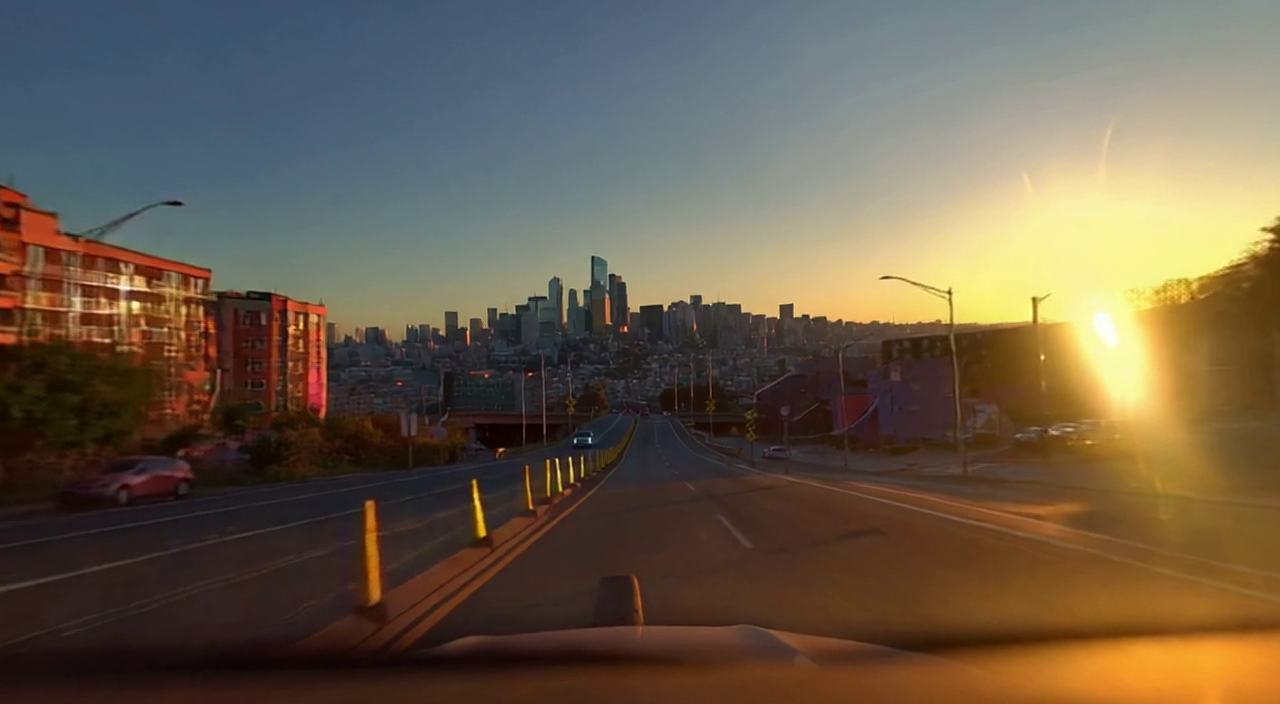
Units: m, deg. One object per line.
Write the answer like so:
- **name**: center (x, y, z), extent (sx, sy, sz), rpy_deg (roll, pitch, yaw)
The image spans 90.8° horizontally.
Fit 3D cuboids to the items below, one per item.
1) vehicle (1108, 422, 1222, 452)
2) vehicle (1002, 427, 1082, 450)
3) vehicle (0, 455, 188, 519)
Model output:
- **vehicle**: center (28.969, 4.691, 34.956), extent (4.536, 1.483, 1.917), rpy_deg (-1, -4, 3)
- **vehicle**: center (28.575, 6.166, 44.982), extent (4.400, 1.614, 1.916), rpy_deg (0, -8, -1)
- **vehicle**: center (-17.289, 4.234, 20.369), extent (1.992, 1.527, 4.540), rpy_deg (-1, -6, 2)
